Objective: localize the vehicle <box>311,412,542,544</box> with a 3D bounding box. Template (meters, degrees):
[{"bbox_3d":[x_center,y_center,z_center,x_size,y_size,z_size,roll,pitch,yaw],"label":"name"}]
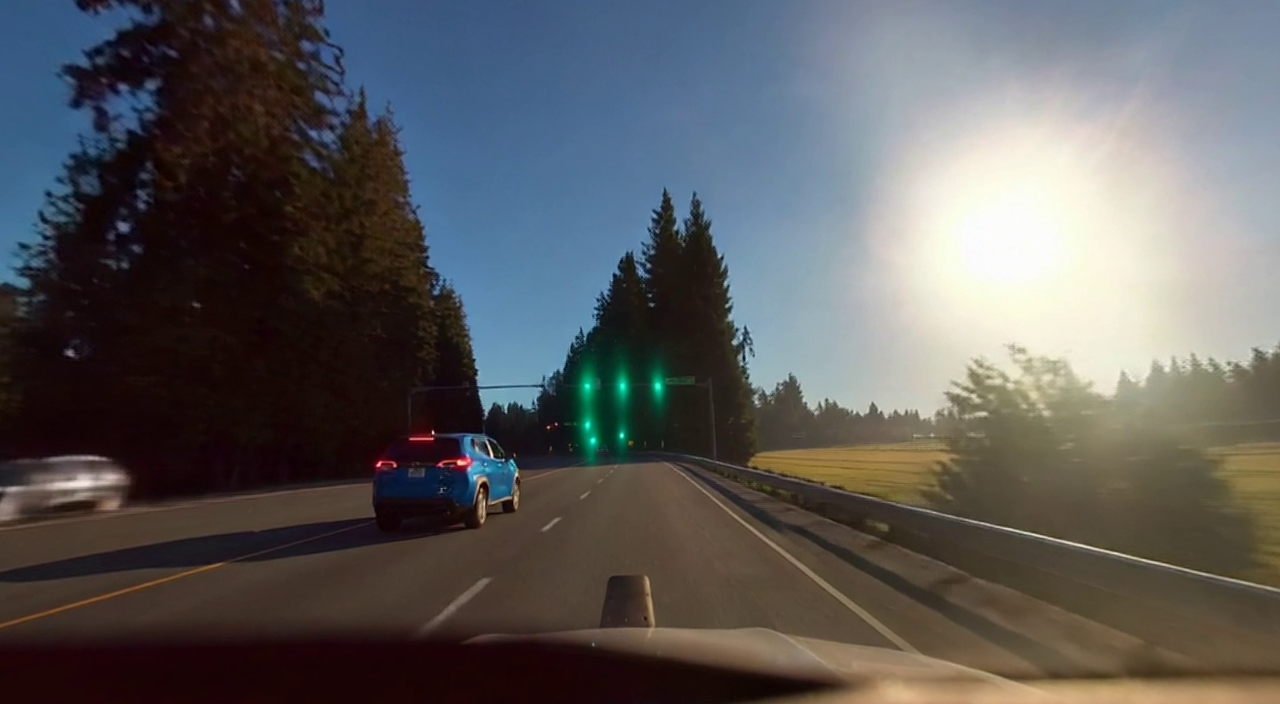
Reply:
[{"bbox_3d":[-3.426,2.153,11.510,2.336,1.857,4.986,0,-8,2],"label":"vehicle"}]
